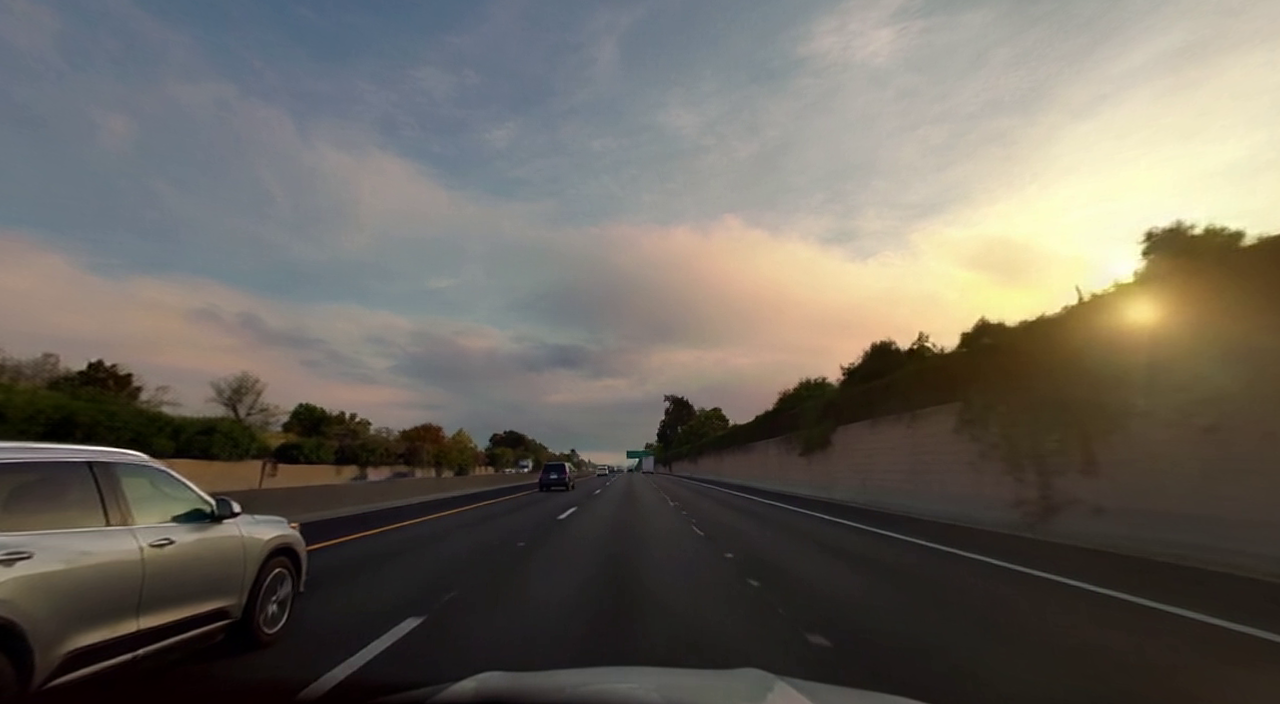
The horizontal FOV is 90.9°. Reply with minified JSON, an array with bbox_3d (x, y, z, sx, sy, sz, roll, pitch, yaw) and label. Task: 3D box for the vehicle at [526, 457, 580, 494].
[{"bbox_3d":[-4.503,6.490,33.291,2.178,1.736,4.847,1,-10,0],"label":"vehicle"}]
